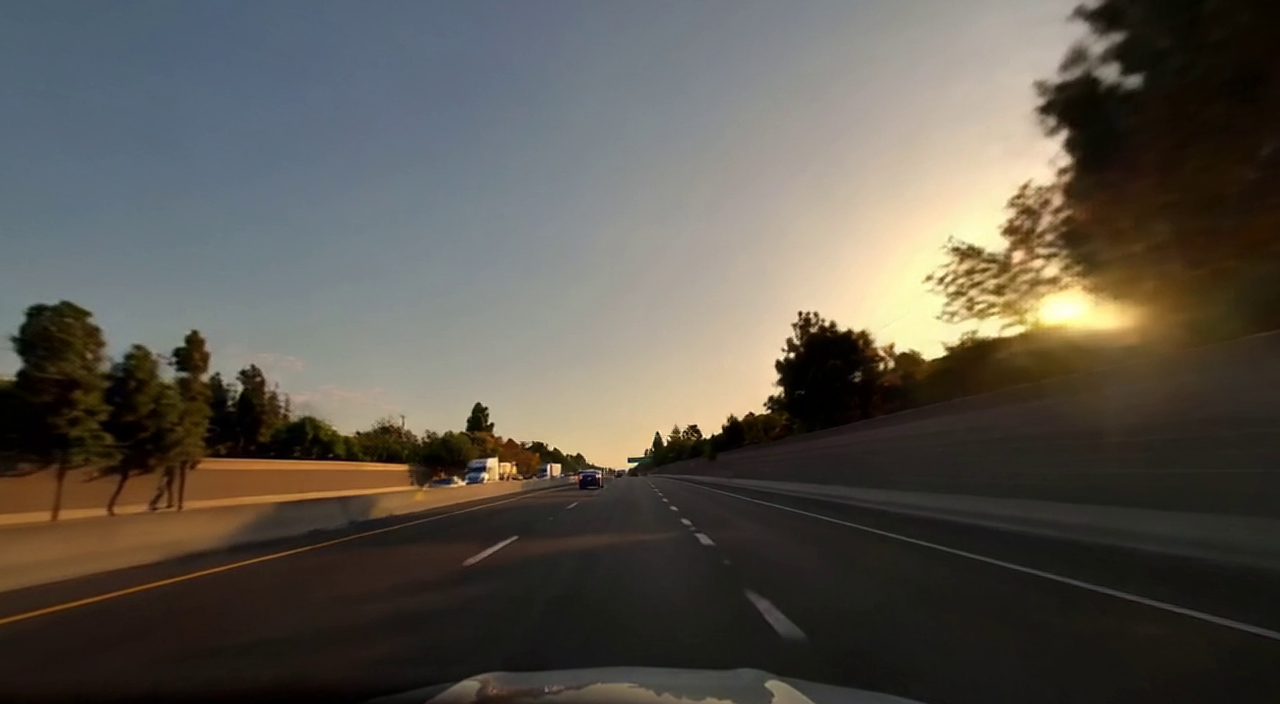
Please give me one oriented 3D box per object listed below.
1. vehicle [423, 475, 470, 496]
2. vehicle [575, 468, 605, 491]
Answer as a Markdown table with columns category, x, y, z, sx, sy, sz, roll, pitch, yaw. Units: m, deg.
| category | x | y | z | sx | sy | sz | roll | pitch | yaw |
| --- | --- | --- | --- | --- | --- | --- | --- | --- | --- |
| vehicle | -14.851 | 10.296 | 48.688 | 2.025 | 1.444 | 4.483 | 0 | -10 | 2 |
| vehicle | -3.582 | 9.212 | 45.639 | 1.863 | 1.486 | 3.852 | 1 | -10 | -1 |
